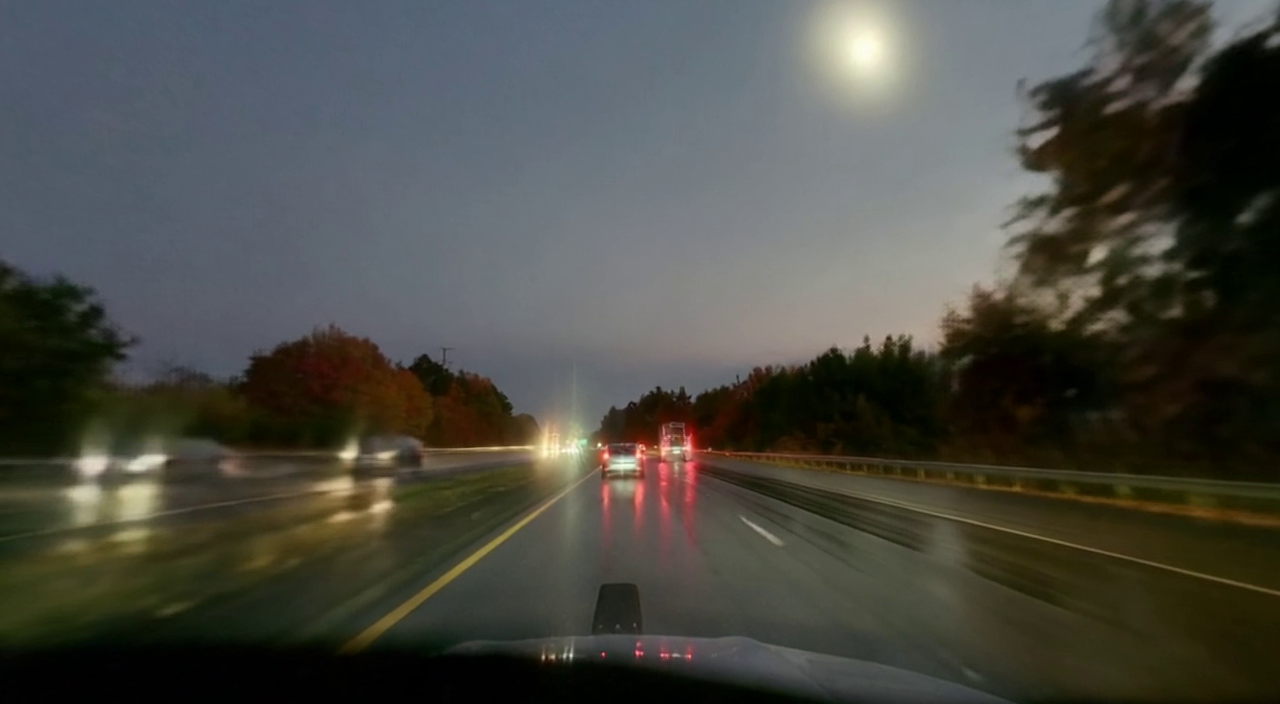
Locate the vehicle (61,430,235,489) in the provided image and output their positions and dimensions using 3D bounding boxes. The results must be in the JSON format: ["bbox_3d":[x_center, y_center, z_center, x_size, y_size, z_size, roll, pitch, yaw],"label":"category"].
[{"bbox_3d":[-13.903,3.066,18.076,1.847,1.502,3.929,0,-9,-1],"label":"vehicle"}]

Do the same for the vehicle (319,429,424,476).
[{"bbox_3d":[-9.951,3.785,23.662,1.960,1.582,4.631,0,-9,-1],"label":"vehicle"}]

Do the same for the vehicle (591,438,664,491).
[{"bbox_3d":[-0.409,3.572,20.261,2.099,1.506,4.097,0,-9,-1],"label":"vehicle"}]
